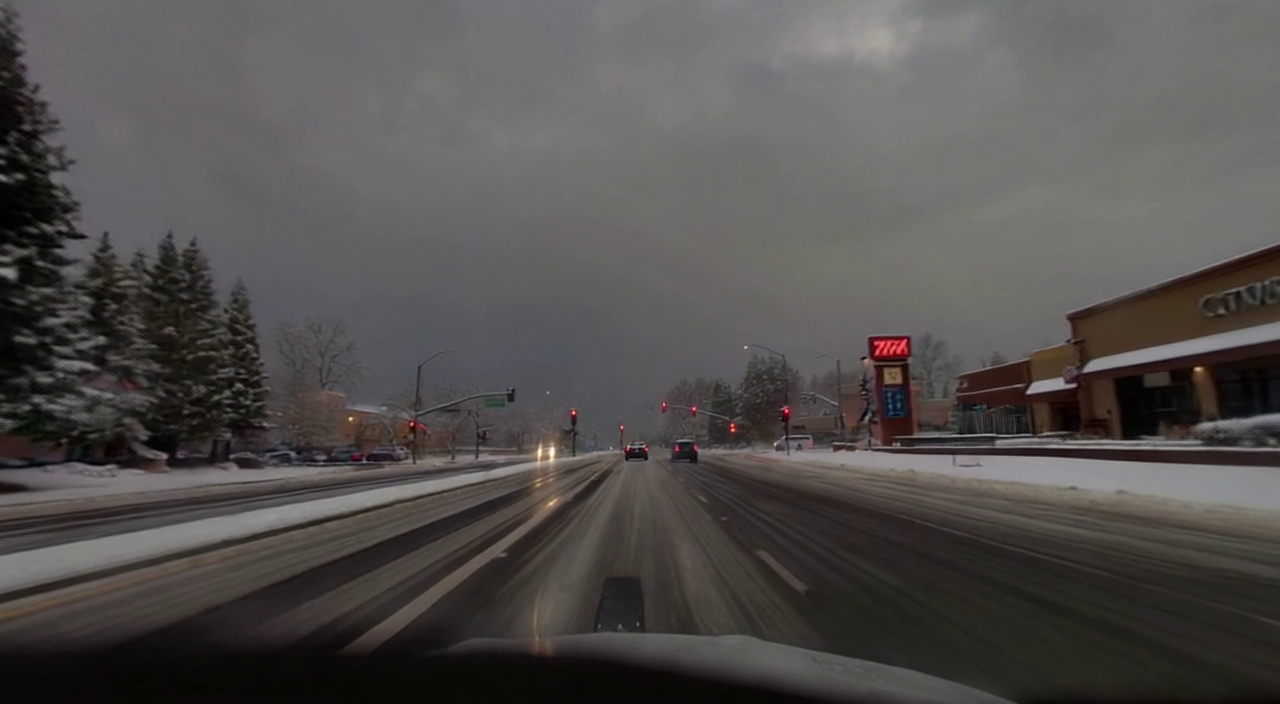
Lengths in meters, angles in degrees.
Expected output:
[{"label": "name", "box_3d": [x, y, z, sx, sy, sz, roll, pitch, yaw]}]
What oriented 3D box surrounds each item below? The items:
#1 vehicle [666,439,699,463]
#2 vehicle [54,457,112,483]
[{"label": "vehicle", "box_3d": [3.205, 7.575, 48.331, 2.103, 1.726, 4.385, 0, -9, -1]}, {"label": "vehicle", "box_3d": [-34.327, 7.204, 38.865, 4.381, 1.430, 1.899, -7, -11, 40]}]
